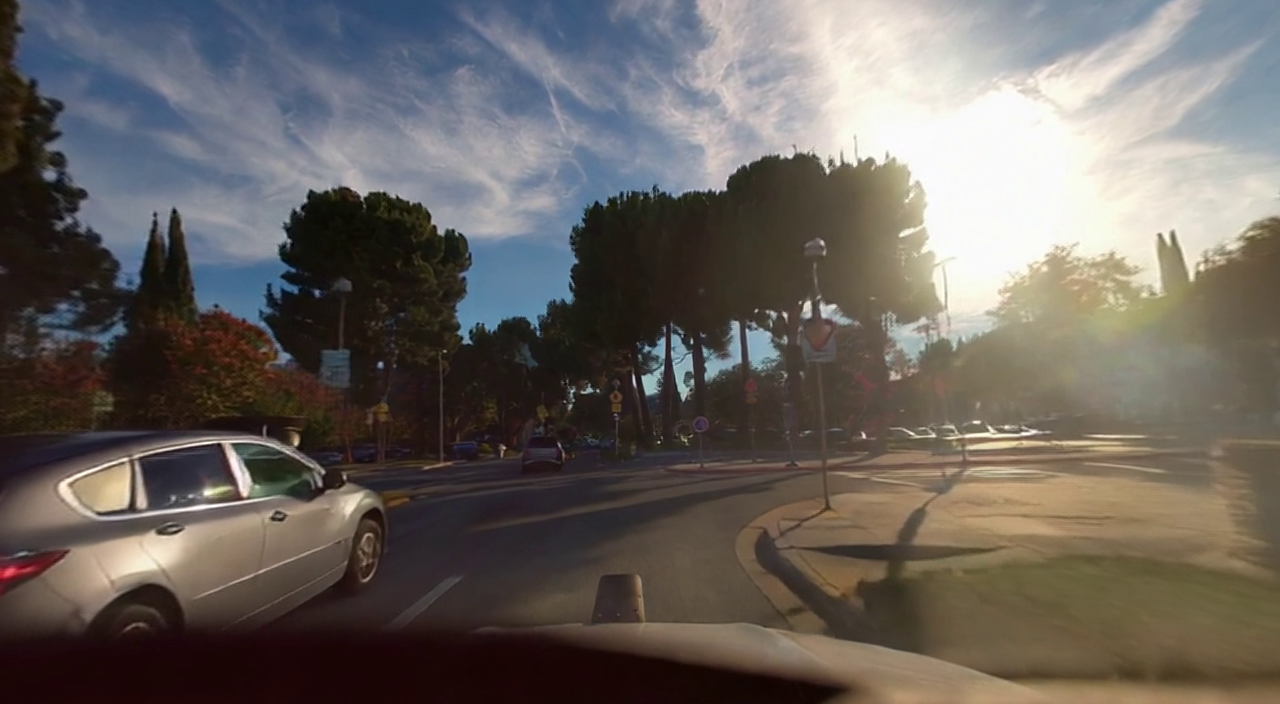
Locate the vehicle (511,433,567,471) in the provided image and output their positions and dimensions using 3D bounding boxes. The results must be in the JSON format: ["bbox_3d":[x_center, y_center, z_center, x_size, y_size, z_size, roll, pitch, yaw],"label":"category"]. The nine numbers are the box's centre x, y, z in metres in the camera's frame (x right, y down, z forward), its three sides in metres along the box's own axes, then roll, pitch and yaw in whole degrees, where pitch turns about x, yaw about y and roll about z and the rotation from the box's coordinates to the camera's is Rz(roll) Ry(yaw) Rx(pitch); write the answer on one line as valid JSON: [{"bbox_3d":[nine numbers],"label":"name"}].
[{"bbox_3d":[-4.129,4.144,26.325,1.962,1.424,4.289,1,-8,-5],"label":"vehicle"}]

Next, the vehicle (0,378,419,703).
[{"bbox_3d":[-3.025,1.047,3.685,1.853,1.478,4.381,0,-8,0],"label":"vehicle"}]
